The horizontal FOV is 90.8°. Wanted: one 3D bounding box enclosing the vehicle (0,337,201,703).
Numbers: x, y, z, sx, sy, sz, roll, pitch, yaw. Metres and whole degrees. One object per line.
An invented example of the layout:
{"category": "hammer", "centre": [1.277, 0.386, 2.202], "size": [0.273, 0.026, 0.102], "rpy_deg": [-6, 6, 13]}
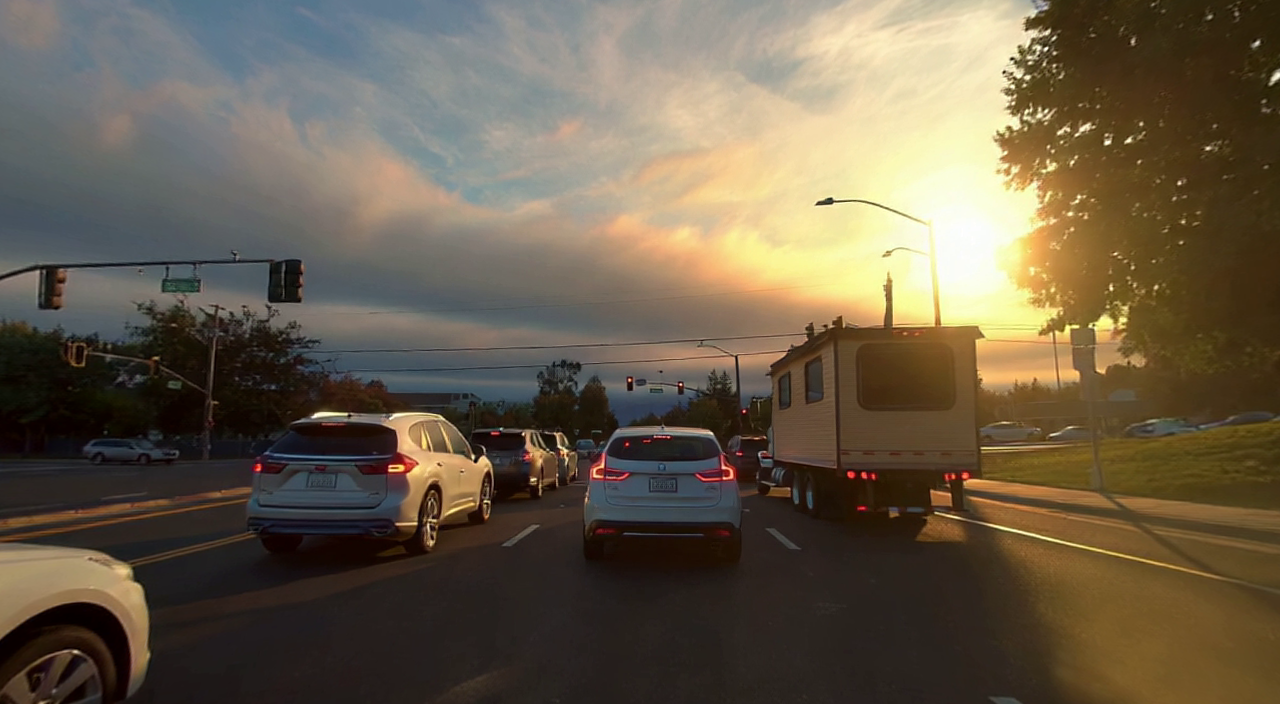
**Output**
{"category": "vehicle", "centre": [-3.427, 0.665, 1.412], "size": [1.952, 1.730, 4.116], "rpy_deg": [0, -9, -1]}

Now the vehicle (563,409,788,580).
{"category": "vehicle", "centre": [0.355, 1.706, 8.316], "size": [2.189, 1.649, 4.171], "rpy_deg": [0, -9, 0]}

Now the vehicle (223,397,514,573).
{"category": "vehicle", "centre": [-3.267, 1.715, 8.836], "size": [2.085, 1.812, 4.388], "rpy_deg": [0, -9, 0]}

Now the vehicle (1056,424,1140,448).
{"category": "vehicle", "centre": [33.157, 6.141, 45.888], "size": [4.671, 1.595, 1.824], "rpy_deg": [-6, -10, 31]}

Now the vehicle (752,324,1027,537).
{"category": "vehicle", "centre": [3.690, 1.404, 11.007], "size": [2.531, 2.750, 5.595], "rpy_deg": [0, -9, 1]}
